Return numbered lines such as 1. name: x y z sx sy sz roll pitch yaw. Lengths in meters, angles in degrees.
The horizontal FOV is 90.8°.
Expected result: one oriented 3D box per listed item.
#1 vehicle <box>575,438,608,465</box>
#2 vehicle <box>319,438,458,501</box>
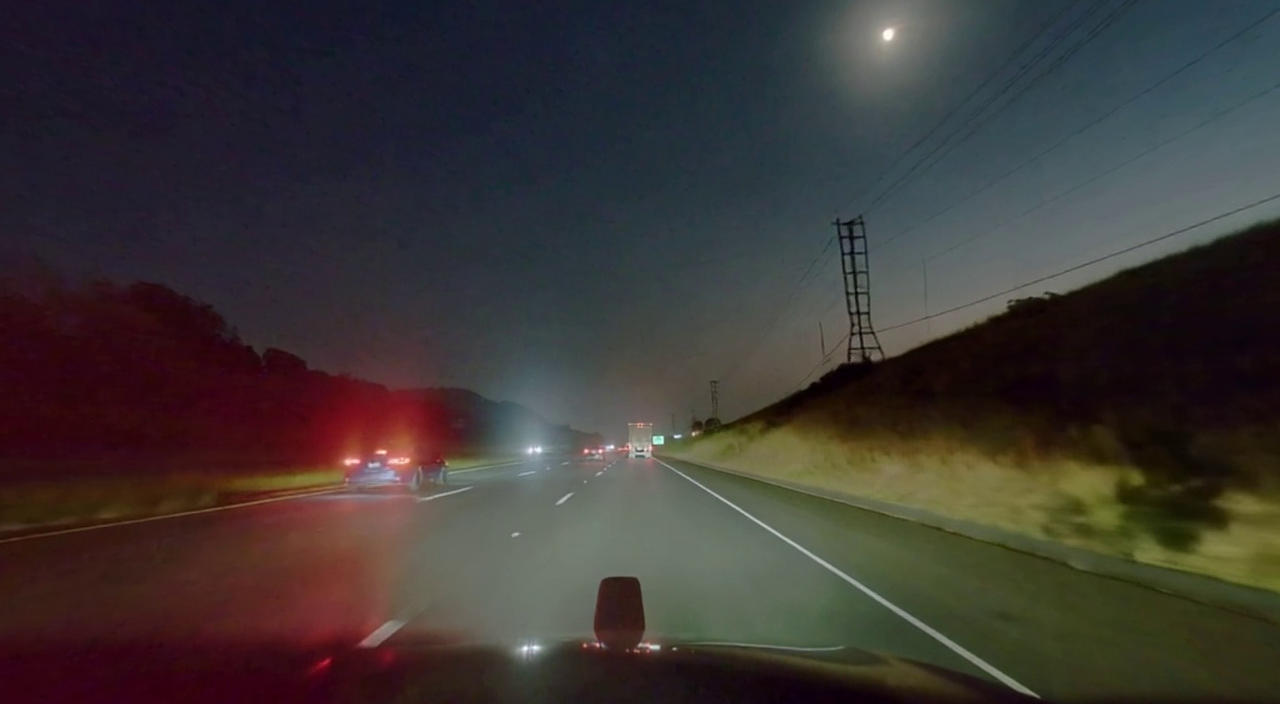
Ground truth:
1. vehicle: -3.725 7.780 49.384 2.207 1.949 4.911 0 -9 0
2. vehicle: -6.986 3.307 18.187 2.066 1.558 4.607 0 -9 0
